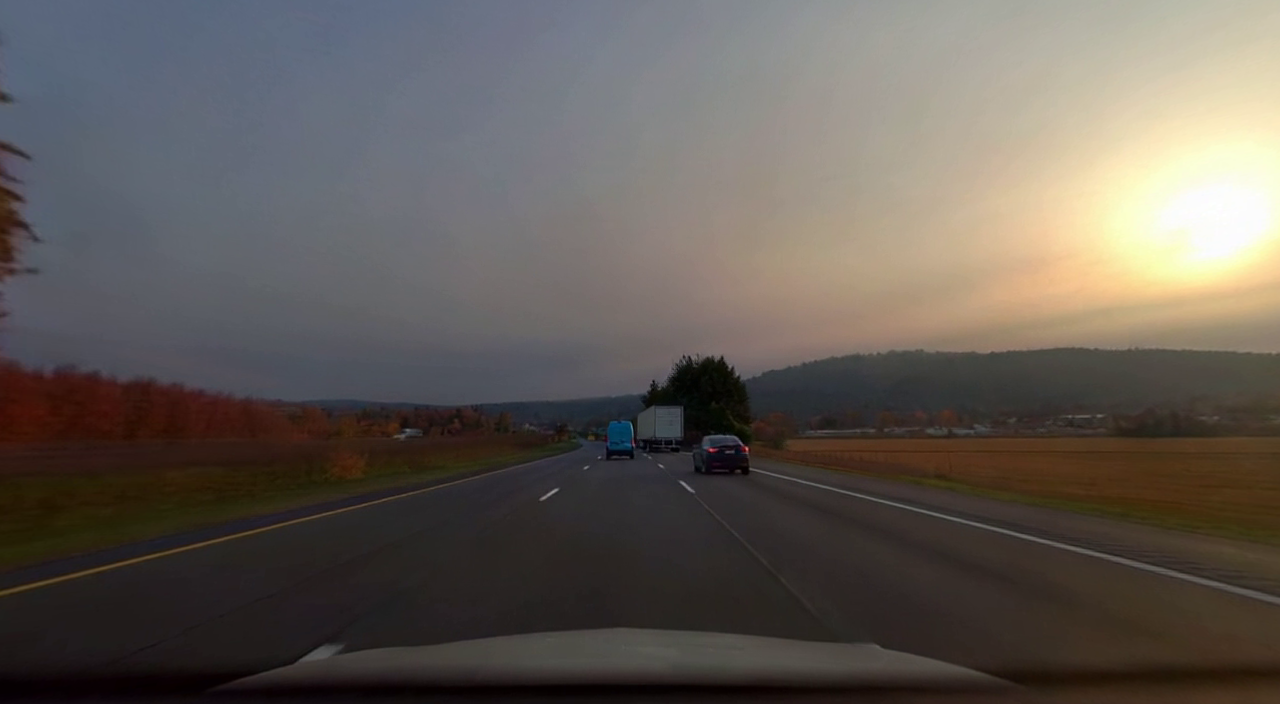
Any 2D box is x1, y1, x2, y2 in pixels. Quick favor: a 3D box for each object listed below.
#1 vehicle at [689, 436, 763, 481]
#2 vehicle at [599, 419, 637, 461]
[{"bbox_3d":[3.082,3.883,23.425,1.962,1.508,4.363,0,-8,-2],"label":"vehicle"},{"bbox_3d":[-1.423,5.834,41.838,2.389,2.637,5.437,0,-8,-1],"label":"vehicle"}]
